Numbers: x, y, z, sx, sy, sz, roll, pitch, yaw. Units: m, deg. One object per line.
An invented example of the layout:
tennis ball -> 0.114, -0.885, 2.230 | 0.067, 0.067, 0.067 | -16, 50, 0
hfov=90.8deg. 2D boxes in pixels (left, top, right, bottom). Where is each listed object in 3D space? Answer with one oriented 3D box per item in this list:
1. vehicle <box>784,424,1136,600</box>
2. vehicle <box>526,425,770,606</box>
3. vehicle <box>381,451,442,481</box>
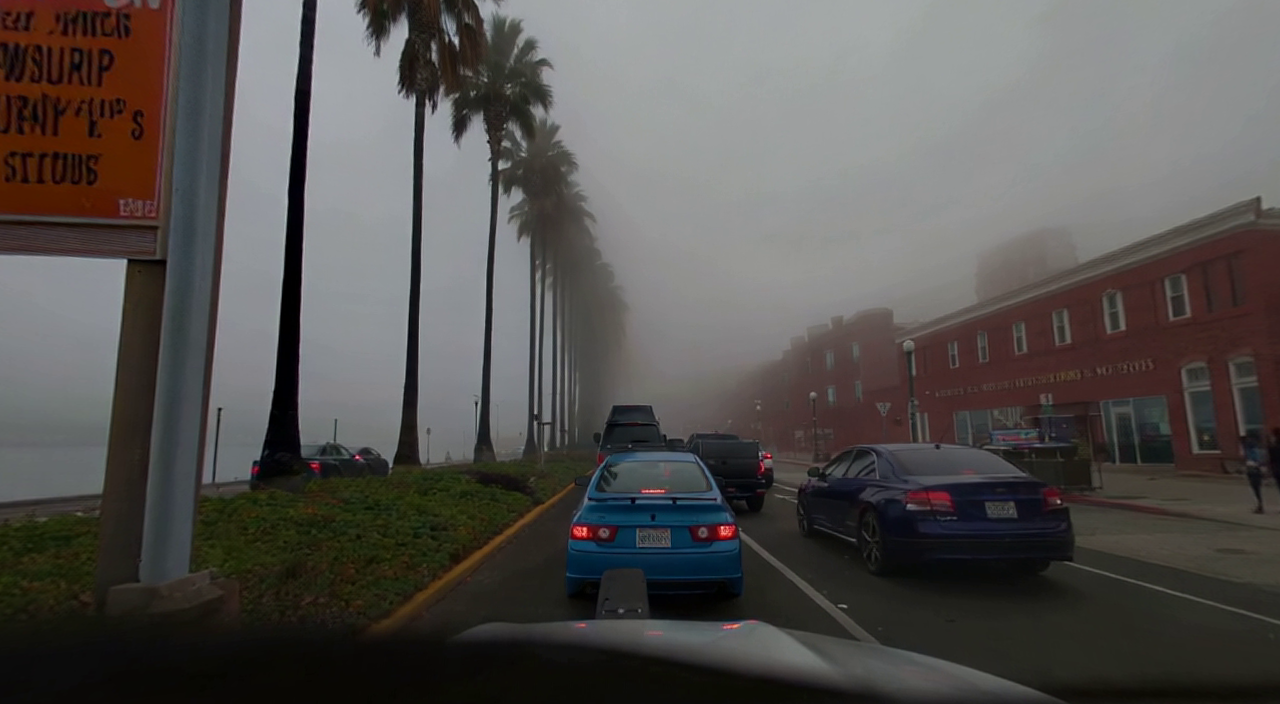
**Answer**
vehicle -> 3.272, 1.714, 7.713 | 1.920, 1.490, 4.417 | 0, -9, -1
vehicle -> 0.060, 1.668, 7.246 | 2.048, 1.503, 3.681 | 0, -9, 0
vehicle -> -14.960, 7.480, 41.703 | 2.104, 1.802, 4.852 | 0, -9, 1
